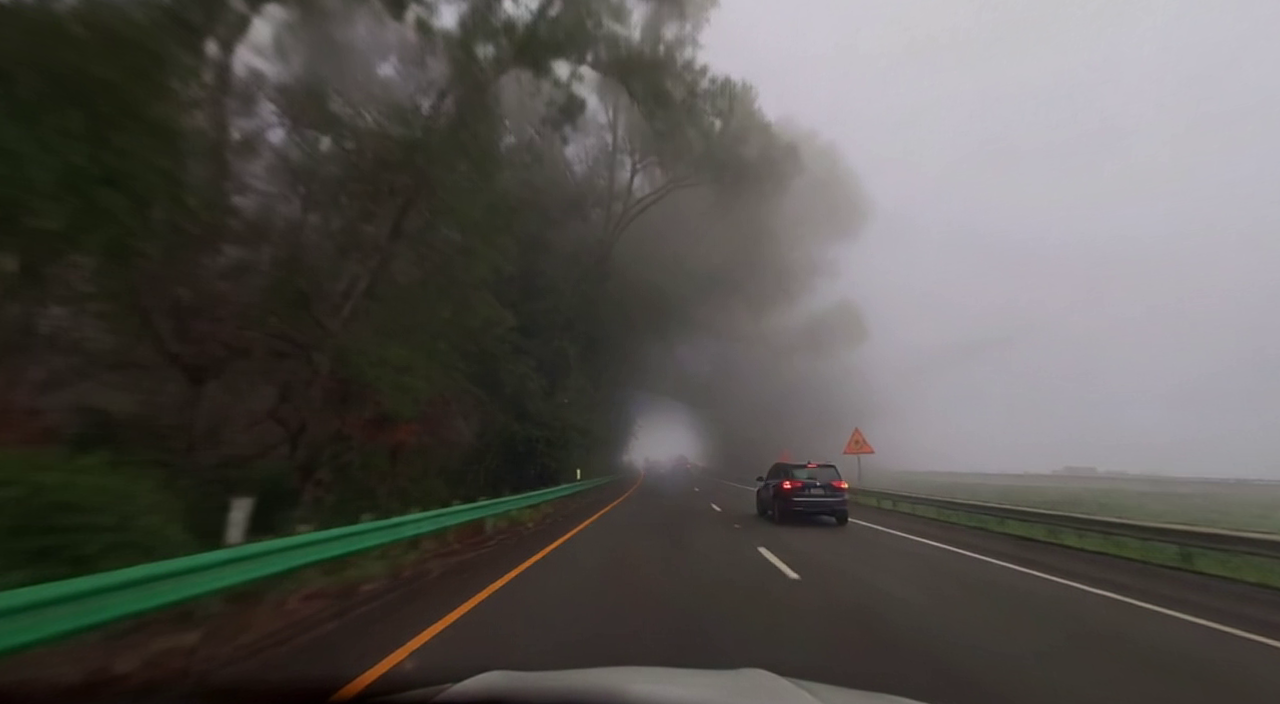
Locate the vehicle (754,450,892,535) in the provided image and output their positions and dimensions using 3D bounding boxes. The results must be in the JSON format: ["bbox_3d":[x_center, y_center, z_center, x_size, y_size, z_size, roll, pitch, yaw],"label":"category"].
[{"bbox_3d":[3.931,3.113,14.375,2.023,1.593,4.105,1,-10,2],"label":"vehicle"}]

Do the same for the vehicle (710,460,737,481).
[{"bbox_3d":[6.608,9.415,49.979,2.018,1.533,3.724,0,-10,7],"label":"vehicle"}]
